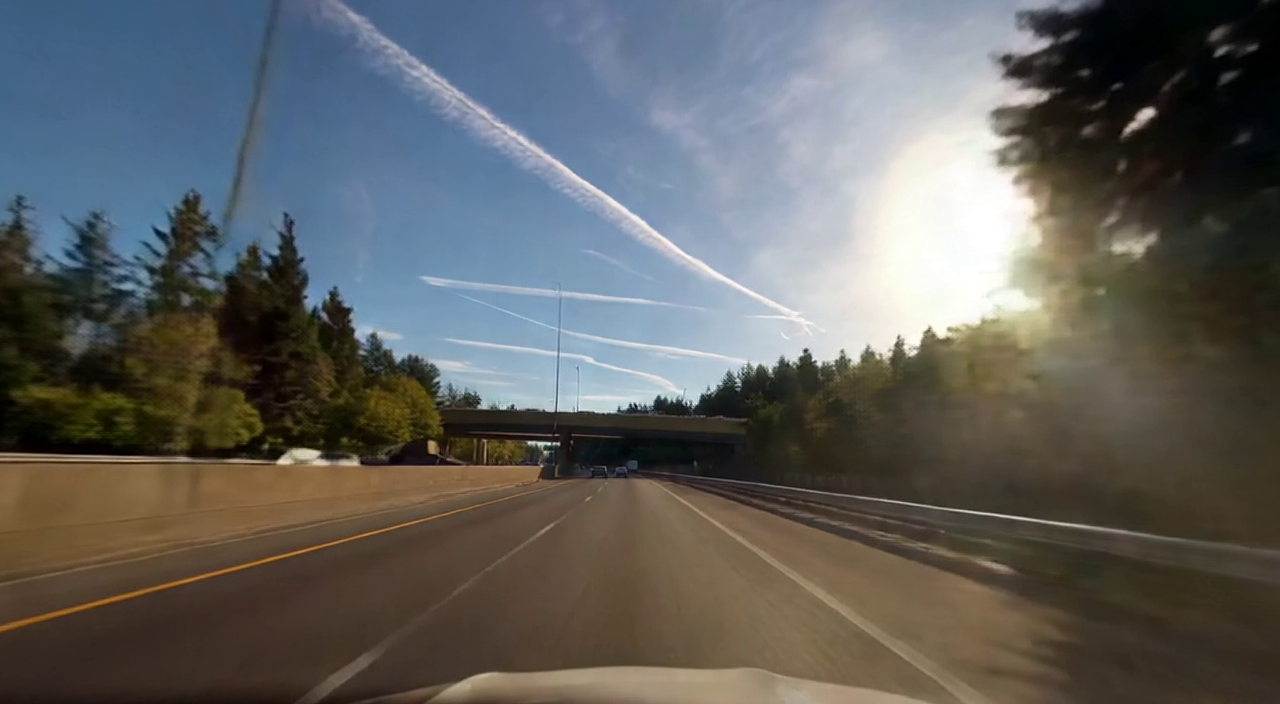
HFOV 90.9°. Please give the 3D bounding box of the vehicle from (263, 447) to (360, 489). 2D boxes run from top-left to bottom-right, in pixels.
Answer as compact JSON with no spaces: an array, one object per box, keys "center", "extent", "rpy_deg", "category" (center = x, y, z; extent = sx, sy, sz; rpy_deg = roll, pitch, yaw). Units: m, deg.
[{"center":[-13.292,4.749,25.759],"extent":[1.815,1.537,3.842],"rpy_deg":[1,-11,0],"category":"vehicle"}]
